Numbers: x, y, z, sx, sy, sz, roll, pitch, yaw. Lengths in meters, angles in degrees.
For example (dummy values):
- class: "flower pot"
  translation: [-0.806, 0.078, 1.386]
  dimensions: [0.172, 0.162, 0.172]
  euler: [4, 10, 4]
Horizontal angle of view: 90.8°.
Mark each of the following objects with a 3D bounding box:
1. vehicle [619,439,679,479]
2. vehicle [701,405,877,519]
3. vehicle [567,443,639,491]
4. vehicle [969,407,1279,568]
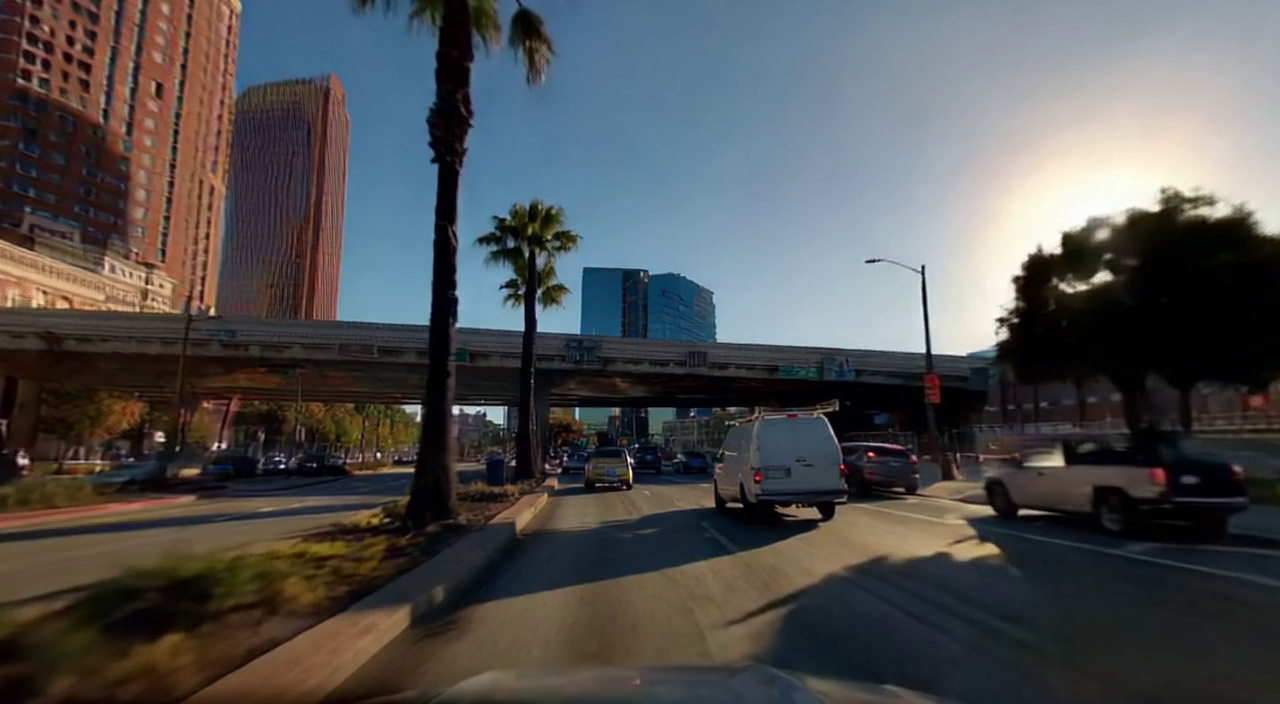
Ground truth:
- class: "vehicle"
  translation: [0.367, 5.813, 34.556]
  dimensions: [2.407, 1.991, 5.130]
  euler: [1, -9, -9]
- class: "vehicle"
  translation: [3.142, 2.513, 14.852]
  dimensions: [2.434, 2.171, 5.098]
  euler: [1, -9, -6]
- class: "vehicle"
  translation: [-1.527, 4.322, 24.152]
  dimensions: [2.332, 1.625, 4.933]
  euler: [1, -9, -8]
- class: "vehicle"
  translation: [7.284, 1.842, 9.358]
  dimensions: [2.164, 1.745, 4.677]
  euler: [0, -9, -2]
